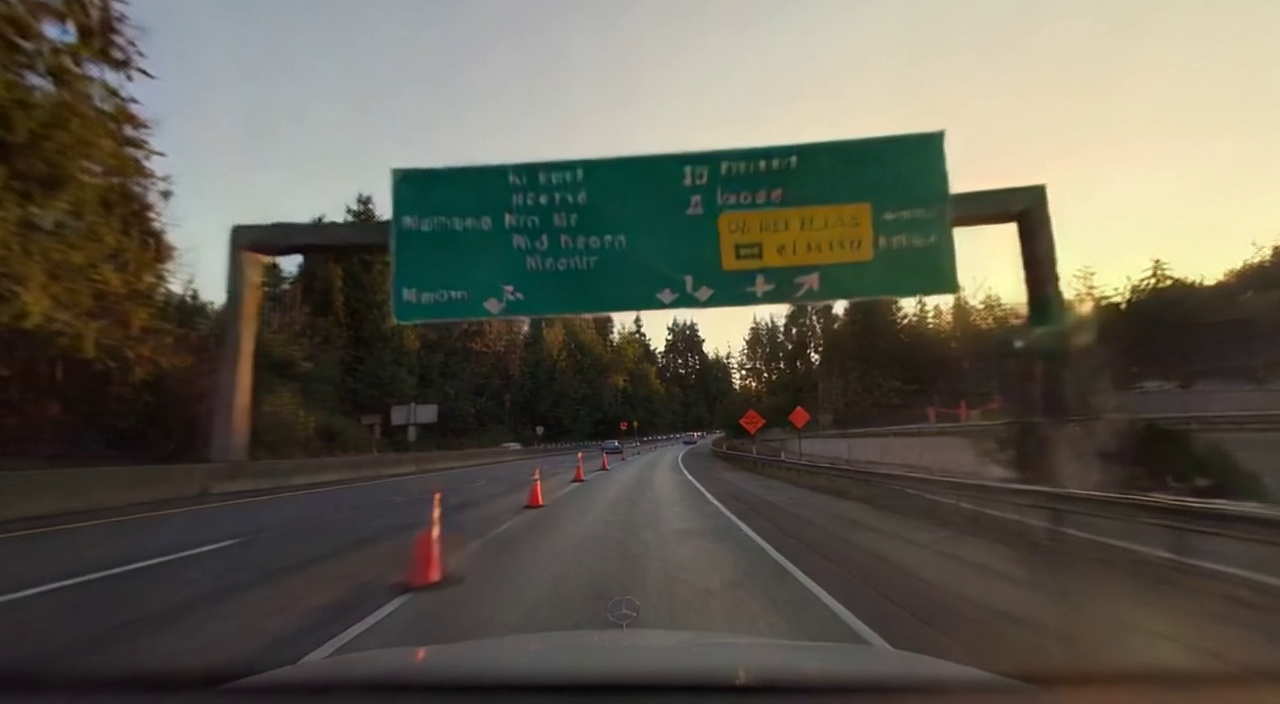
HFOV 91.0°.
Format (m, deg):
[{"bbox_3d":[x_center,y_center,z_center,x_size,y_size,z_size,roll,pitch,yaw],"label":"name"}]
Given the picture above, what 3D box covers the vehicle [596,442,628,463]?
[{"bbox_3d":[-2.112,7.632,48.078,2.118,1.475,4.263,0,-8,1],"label":"vehicle"}]
